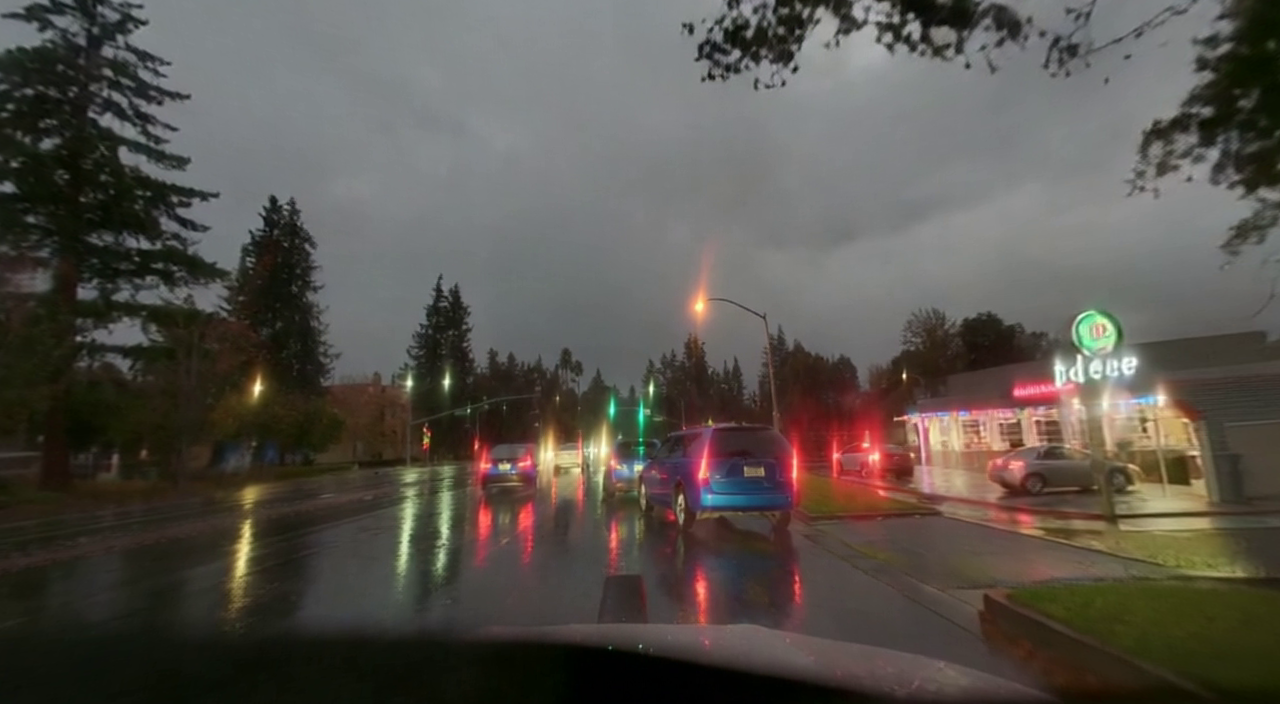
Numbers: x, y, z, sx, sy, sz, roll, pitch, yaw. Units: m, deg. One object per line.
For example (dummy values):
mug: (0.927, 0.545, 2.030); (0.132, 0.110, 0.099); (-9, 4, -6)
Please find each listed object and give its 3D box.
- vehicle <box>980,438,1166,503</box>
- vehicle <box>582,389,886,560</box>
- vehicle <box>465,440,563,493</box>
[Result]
vehicle: (12.252, 3.352, 17.979); (3.871, 1.525, 1.835); (-3, -9, 0)
vehicle: (1.111, 1.771, 9.777); (2.052, 1.955, 4.642); (5, -10, -33)
vehicle: (-3.763, 3.493, 19.573); (2.026, 1.466, 4.282); (0, -8, 2)
